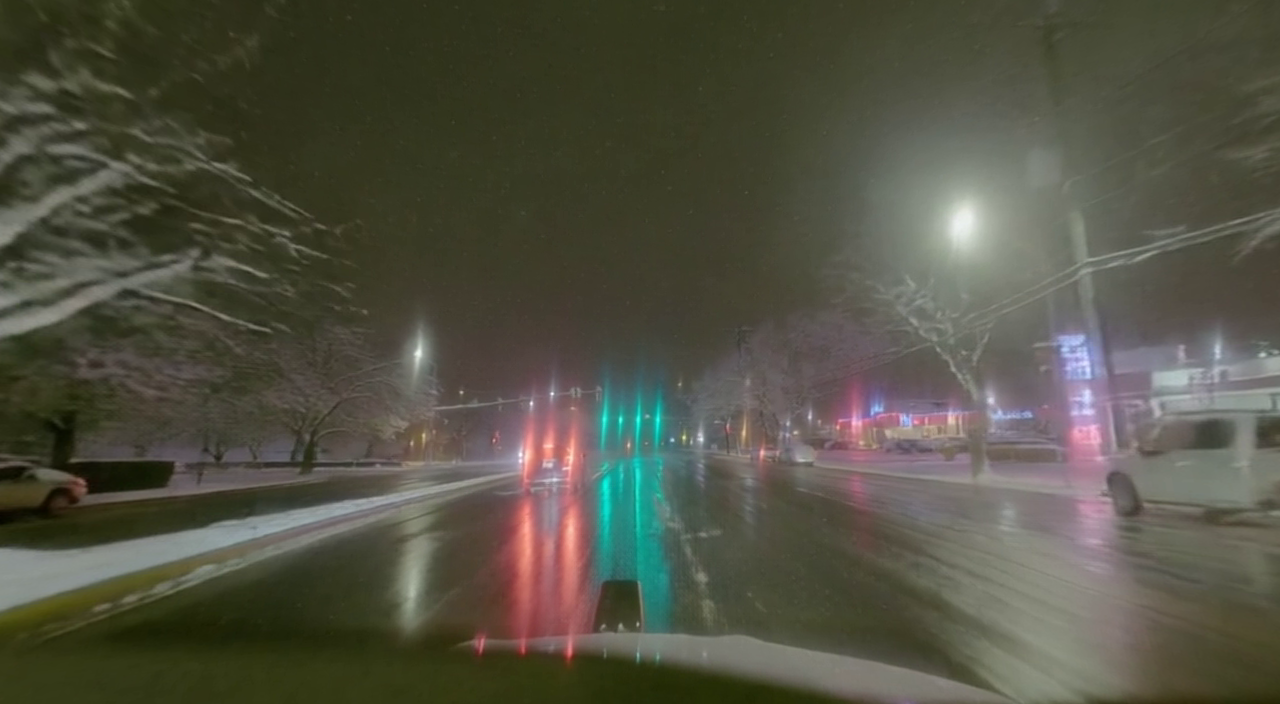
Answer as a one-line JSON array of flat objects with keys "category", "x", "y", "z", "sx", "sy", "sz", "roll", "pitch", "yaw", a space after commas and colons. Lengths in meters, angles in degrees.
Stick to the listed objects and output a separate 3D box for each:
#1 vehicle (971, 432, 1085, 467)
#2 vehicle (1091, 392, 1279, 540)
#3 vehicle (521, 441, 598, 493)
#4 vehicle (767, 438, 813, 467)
[{"category": "vehicle", "x": 19.986, "y": 5.030, "z": 32.651, "sx": 4.729, "sy": 1.706, "sz": 1.922, "roll": -7, "pitch": -11, "yaw": 37}, {"category": "vehicle", "x": 10.355, "y": 1.753, "z": 9.878, "sx": 2.266, "sy": 2.118, "sz": 5.742, "roll": 0, "pitch": -8, "yaw": -1}, {"category": "vehicle", "x": -2.464, "y": 3.638, "z": 20.318, "sx": 2.185, "sy": 1.473, "sz": 3.925, "roll": 0, "pitch": -8, "yaw": -3}, {"category": "vehicle", "x": 10.356, "y": 6.973, "z": 43.920, "sx": 1.998, "sy": 1.862, "sz": 4.658, "roll": 0, "pitch": -8, "yaw": 0}]
